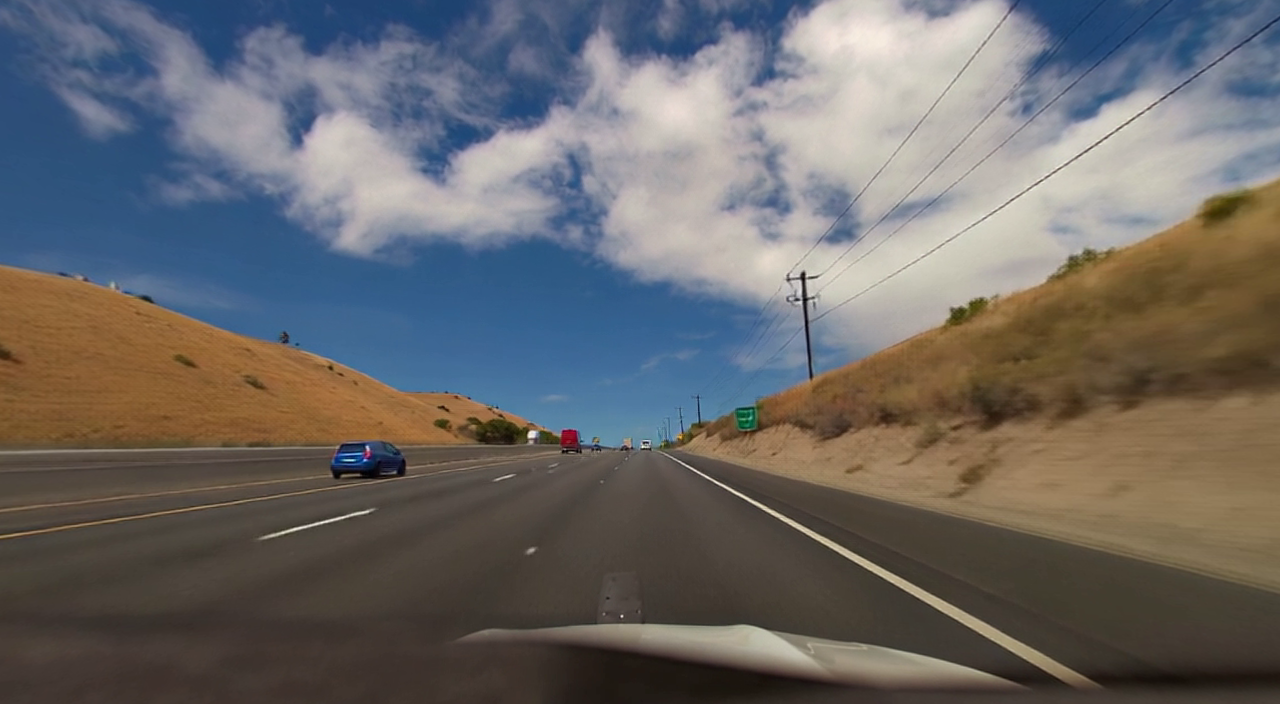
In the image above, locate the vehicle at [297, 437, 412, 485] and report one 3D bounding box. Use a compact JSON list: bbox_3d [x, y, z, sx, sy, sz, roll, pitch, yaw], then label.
[{"bbox_3d":[-10.372,3.996,23.374,1.971,1.558,4.847,1,-9,0],"label":"vehicle"}]
